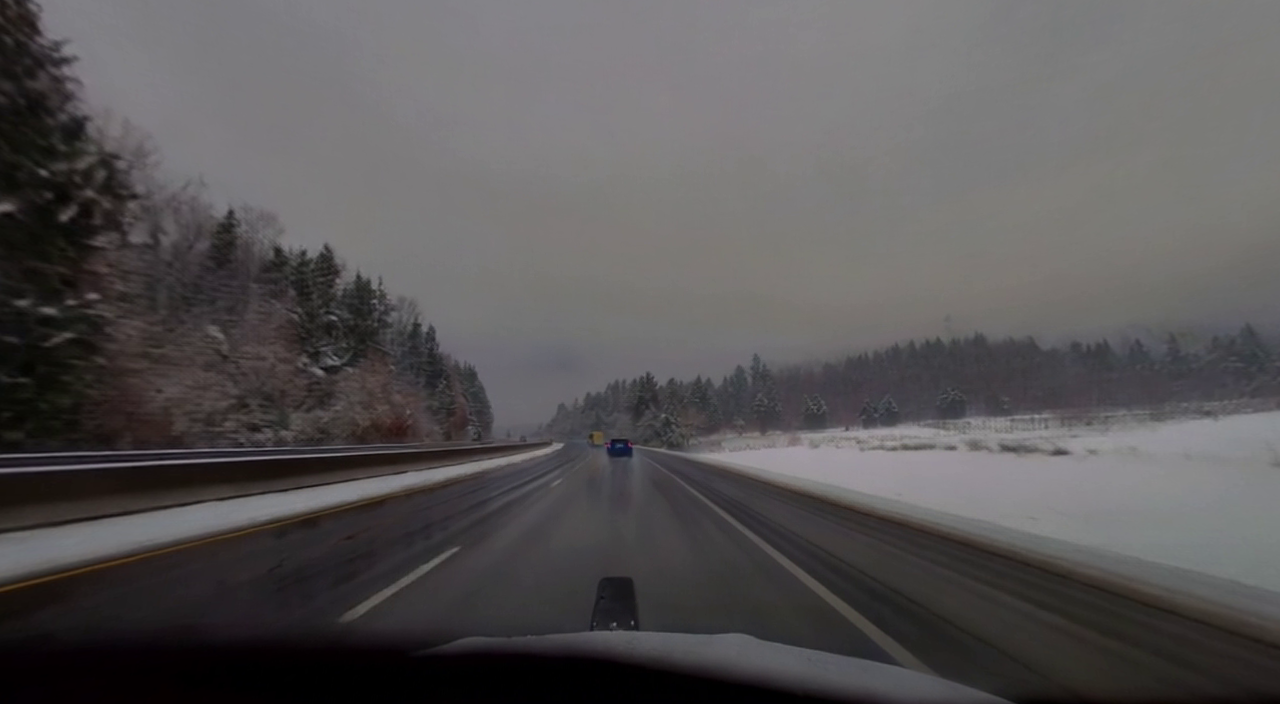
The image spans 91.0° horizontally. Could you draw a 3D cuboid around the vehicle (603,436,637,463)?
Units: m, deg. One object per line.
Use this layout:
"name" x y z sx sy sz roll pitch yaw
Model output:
"vehicle" -1.234 5.986 38.913 2.004 1.515 3.968 0 -8 -2
